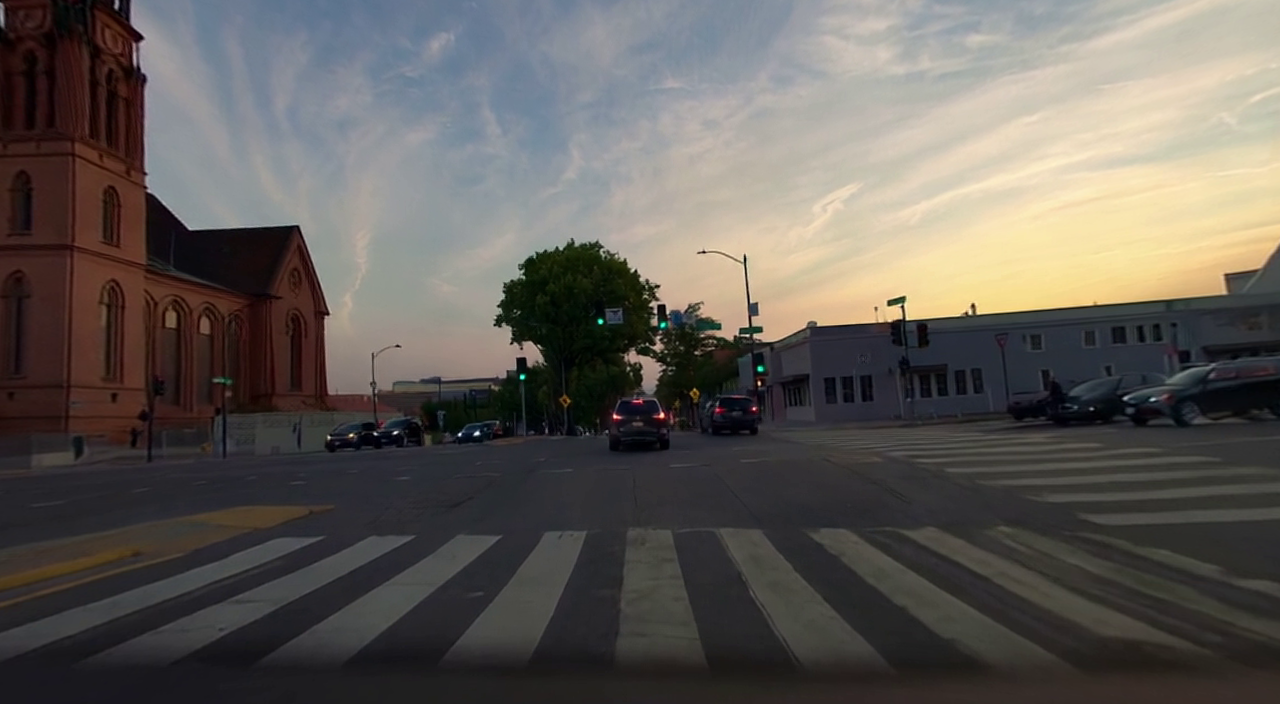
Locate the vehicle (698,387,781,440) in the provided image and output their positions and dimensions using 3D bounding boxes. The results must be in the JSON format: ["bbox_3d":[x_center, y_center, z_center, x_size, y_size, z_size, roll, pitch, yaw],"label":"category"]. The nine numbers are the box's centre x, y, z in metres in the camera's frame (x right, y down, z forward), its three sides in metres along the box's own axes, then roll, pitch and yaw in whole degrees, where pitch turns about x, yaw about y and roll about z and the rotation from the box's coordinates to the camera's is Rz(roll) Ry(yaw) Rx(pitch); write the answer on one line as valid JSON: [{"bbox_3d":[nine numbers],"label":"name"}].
[{"bbox_3d":[3.457,2.255,22.955,2.080,1.735,4.650,0,-6,-3],"label":"vehicle"}]

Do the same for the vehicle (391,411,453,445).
[{"bbox_3d":[-12.396,4.389,36.231,2.069,1.790,4.358,1,-8,-1],"label":"vehicle"}]

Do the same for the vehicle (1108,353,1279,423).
[{"bbox_3d":[17.091,1.087,18.828,4.512,1.734,2.143,-4,-7,-2],"label":"vehicle"}]

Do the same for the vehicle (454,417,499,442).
[{"bbox_3d":[-11.991,5.760,46.651,2.170,1.746,4.565,0,-8,-1],"label":"vehicle"}]

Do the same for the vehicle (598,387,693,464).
[{"bbox_3d":[0.034,1.848,16.611,2.168,1.776,4.135,0,-4,-3],"label":"vehicle"}]

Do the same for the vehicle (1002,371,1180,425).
[{"bbox_3d":[15.344,1.588,21.678,4.488,1.475,2.083,-4,-5,-2],"label":"vehicle"}]

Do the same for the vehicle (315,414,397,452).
[{"bbox_3d":[-15.339,4.448,34.526,1.969,1.896,5.404,1,-8,-1],"label":"vehicle"}]
